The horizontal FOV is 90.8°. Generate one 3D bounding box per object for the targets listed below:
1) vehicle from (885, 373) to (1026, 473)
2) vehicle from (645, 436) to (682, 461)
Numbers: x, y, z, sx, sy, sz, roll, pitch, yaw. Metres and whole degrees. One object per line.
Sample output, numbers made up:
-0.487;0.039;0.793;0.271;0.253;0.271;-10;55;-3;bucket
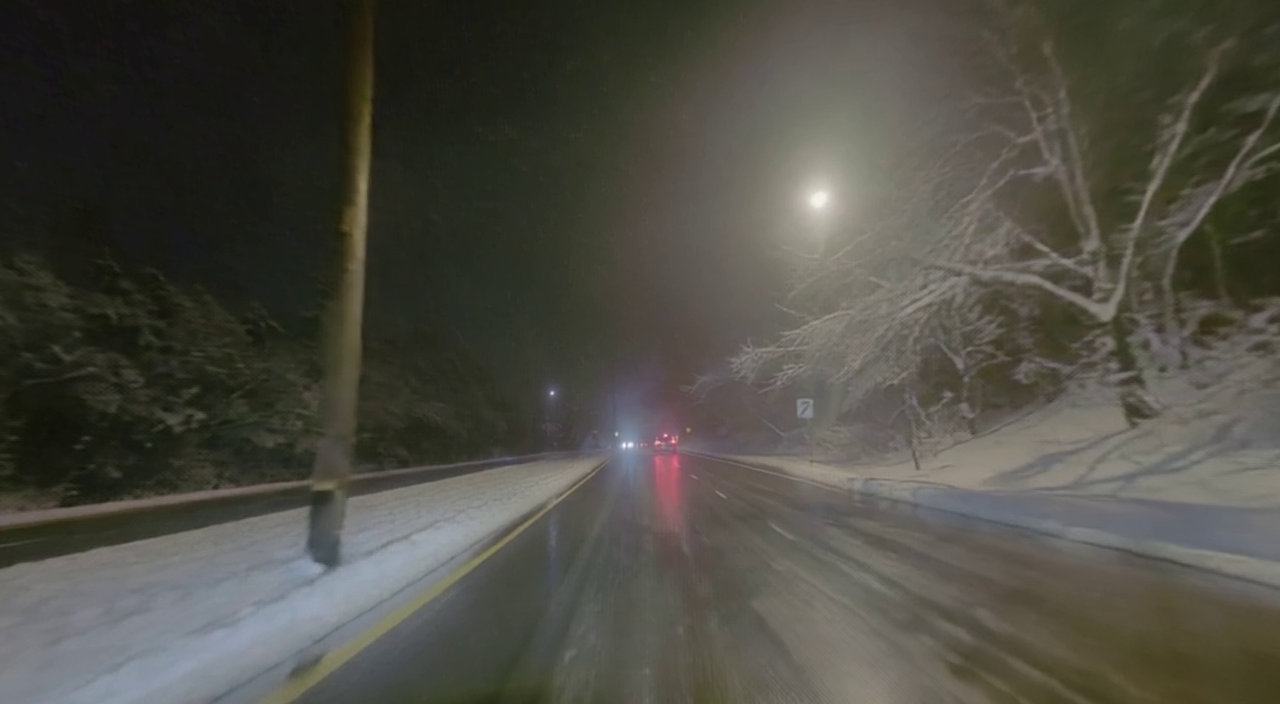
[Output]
10.936;2.595;22.486;3.250;3.147;4.411;-2;-9;11;vehicle
1.666;7.016;46.010;2.183;1.744;4.424;0;-8;-4;vehicle
